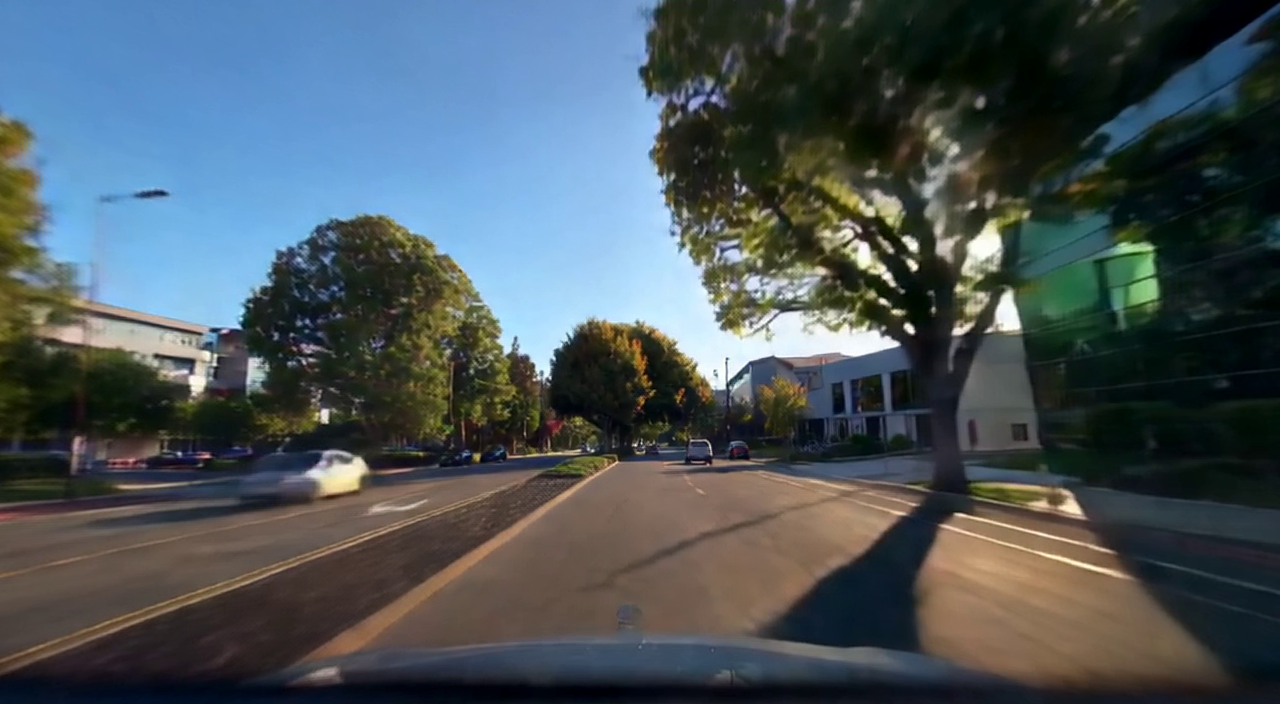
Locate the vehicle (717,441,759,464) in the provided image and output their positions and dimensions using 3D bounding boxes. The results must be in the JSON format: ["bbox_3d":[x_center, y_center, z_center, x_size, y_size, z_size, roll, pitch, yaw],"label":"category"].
[{"bbox_3d":[6.675,6.872,43.291,2.100,1.491,4.563,0,-8,0],"label":"vehicle"}]

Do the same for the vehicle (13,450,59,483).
[{"bbox_3d":[-43.734,8.213,45.560,2.110,2.194,4.475,8,-11,-44],"label":"vehicle"}]

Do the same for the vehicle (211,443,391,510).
[{"bbox_3d":[-8.624,3.163,16.601,2.283,1.509,4.272,0,-8,1],"label":"vehicle"}]

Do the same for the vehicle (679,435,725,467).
[{"bbox_3d":[3.558,5.807,37.004,2.143,1.759,4.378,0,-8,-1],"label":"vehicle"}]
